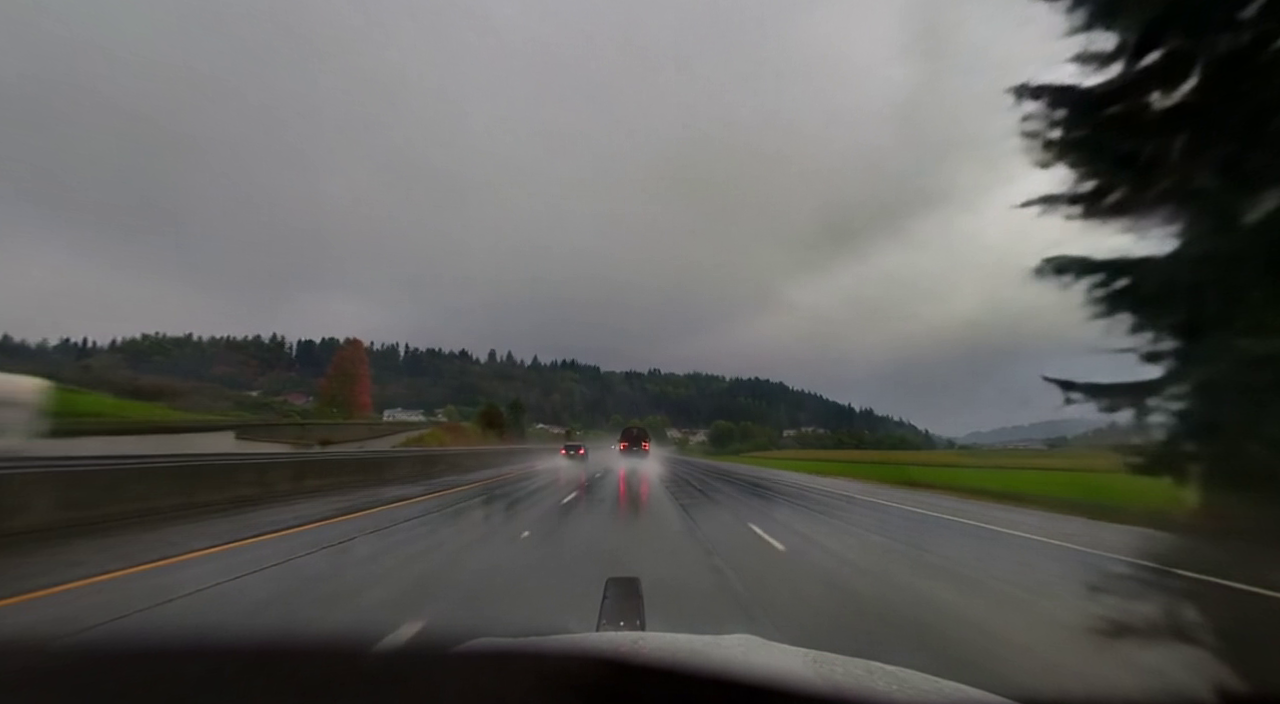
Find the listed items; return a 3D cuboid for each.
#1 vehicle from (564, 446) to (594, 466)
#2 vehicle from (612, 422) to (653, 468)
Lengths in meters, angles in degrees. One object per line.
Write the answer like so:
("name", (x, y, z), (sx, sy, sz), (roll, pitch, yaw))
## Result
("vehicle", (-4.649, 7.965, 48.557), (1.991, 1.484, 4.110), (0, -9, -1))
("vehicle", (-0.610, 6.701, 45.479), (2.672, 3.056, 6.900), (0, -9, -2))
